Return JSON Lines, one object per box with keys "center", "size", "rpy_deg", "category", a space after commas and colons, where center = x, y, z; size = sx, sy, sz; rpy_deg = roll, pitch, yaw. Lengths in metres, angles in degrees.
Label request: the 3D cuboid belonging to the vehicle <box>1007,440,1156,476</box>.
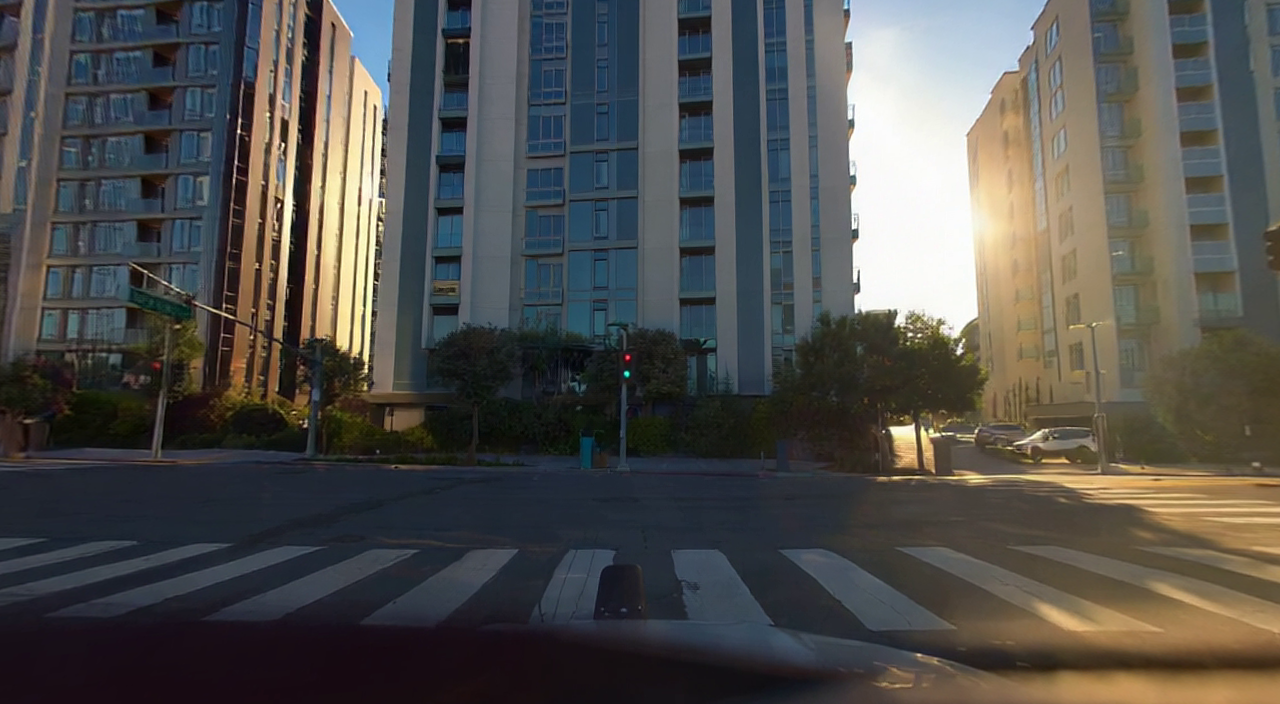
{"center": [18.578, 4.465, 26.697], "size": [4.823, 1.458, 1.914], "rpy_deg": [0, -9, -1], "category": "vehicle"}
